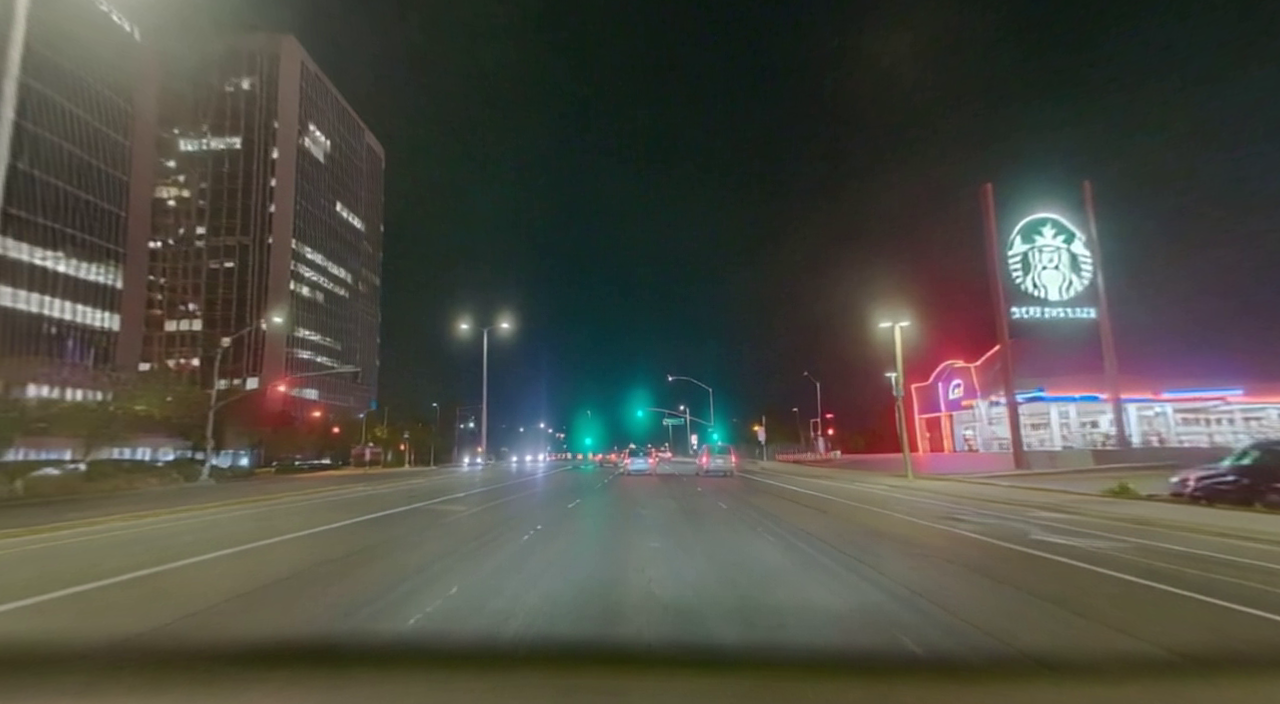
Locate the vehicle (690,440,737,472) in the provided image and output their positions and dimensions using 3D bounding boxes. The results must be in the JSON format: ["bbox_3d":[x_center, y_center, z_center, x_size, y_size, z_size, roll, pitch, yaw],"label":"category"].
[{"bbox_3d":[4.107,5.898,35.950,2.007,1.683,4.171,0,-9,-2],"label":"vehicle"}]

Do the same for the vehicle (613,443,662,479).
[{"bbox_3d":[-0.100,4.875,28.448,2.059,1.477,3.988,0,-9,0],"label":"vehicle"}]
